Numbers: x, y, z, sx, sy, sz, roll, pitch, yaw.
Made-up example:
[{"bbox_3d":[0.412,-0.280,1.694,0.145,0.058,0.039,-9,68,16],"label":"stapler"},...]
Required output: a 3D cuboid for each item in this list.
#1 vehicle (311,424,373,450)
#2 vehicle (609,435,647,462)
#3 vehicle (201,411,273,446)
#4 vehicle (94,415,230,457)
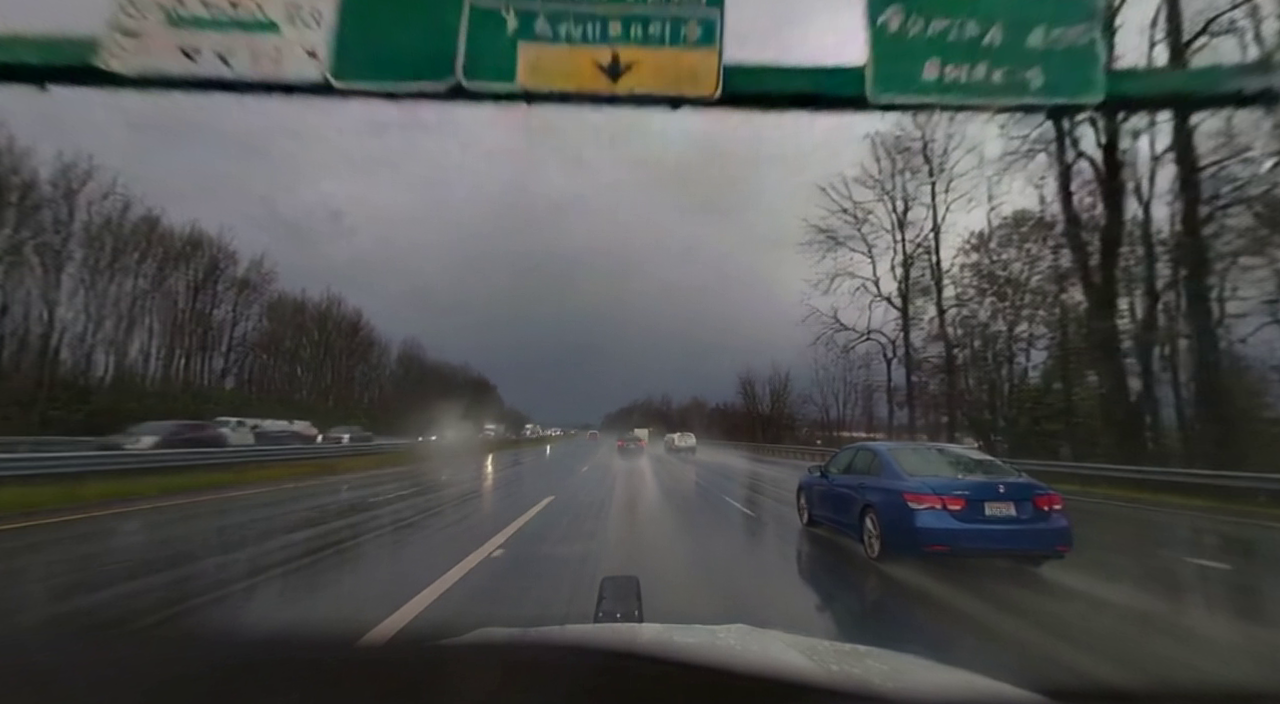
[{"bbox_3d":[-18.030,5.187,38.232,1.874,1.504,3.926,0,-8,-1],"label":"vehicle"},{"bbox_3d":[-0.749,5.687,37.268,2.121,1.445,4.187,0,-8,-2],"label":"vehicle"},{"bbox_3d":[-30.519,5.856,47.747,2.277,2.498,4.662,0,-8,0],"label":"vehicle"},{"bbox_3d":[-18.559,3.307,24.715,1.953,1.511,4.353,0,-8,-1],"label":"vehicle"}]
